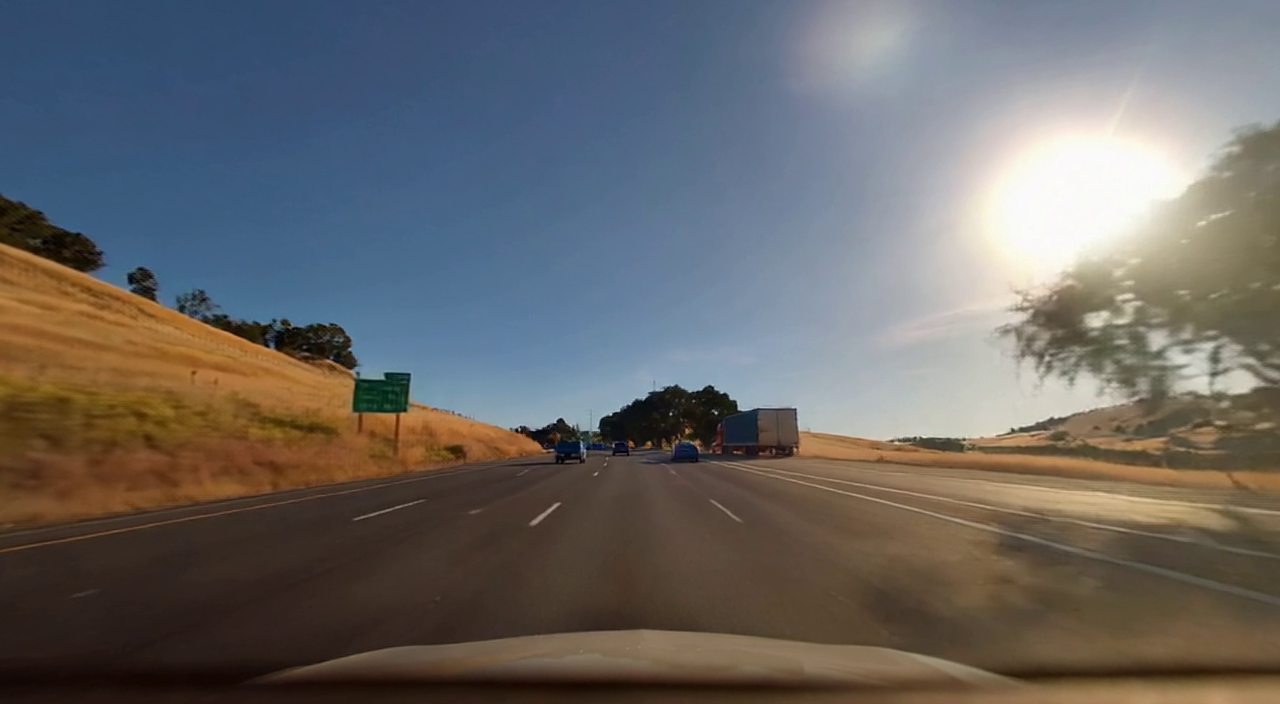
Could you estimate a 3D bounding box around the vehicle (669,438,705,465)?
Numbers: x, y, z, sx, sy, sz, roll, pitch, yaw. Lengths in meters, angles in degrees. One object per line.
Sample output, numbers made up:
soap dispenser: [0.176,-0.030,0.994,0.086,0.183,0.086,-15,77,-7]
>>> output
vehicle: [3.205,6.918,43.963,1.995,1.712,4.206,0,-8,-2]

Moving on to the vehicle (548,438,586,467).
vehicle: [-4.927,6.820,43.112,2.120,1.855,4.619,0,-8,-1]
